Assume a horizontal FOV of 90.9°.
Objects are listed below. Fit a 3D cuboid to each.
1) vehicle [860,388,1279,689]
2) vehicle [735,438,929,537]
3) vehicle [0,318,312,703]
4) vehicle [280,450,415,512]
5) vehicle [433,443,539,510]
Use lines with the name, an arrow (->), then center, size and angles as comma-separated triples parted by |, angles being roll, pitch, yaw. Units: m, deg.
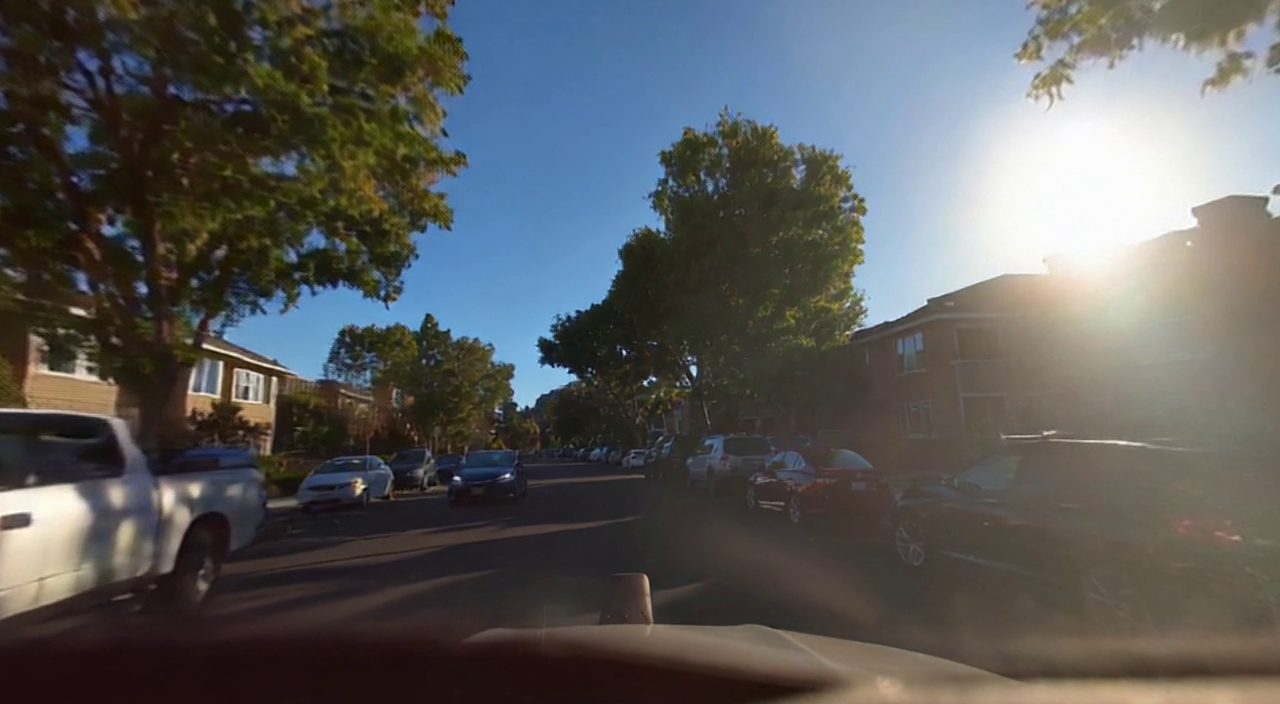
vehicle -> 4.113, 1.423, 6.074 | 1.937, 1.722, 4.575 | 0, -9, -6
vehicle -> 3.434, 2.499, 12.363 | 1.876, 1.538, 4.447 | 1, -9, -8
vehicle -> -4.271, 1.022, 3.929 | 2.197, 2.047, 4.985 | 0, -9, -6
vehicle -> -8.088, 3.559, 17.983 | 2.119, 1.476, 4.588 | 1, -9, -7
vehicle -> -3.864, 3.193, 16.702 | 1.971, 1.476, 4.593 | 0, -9, -4
